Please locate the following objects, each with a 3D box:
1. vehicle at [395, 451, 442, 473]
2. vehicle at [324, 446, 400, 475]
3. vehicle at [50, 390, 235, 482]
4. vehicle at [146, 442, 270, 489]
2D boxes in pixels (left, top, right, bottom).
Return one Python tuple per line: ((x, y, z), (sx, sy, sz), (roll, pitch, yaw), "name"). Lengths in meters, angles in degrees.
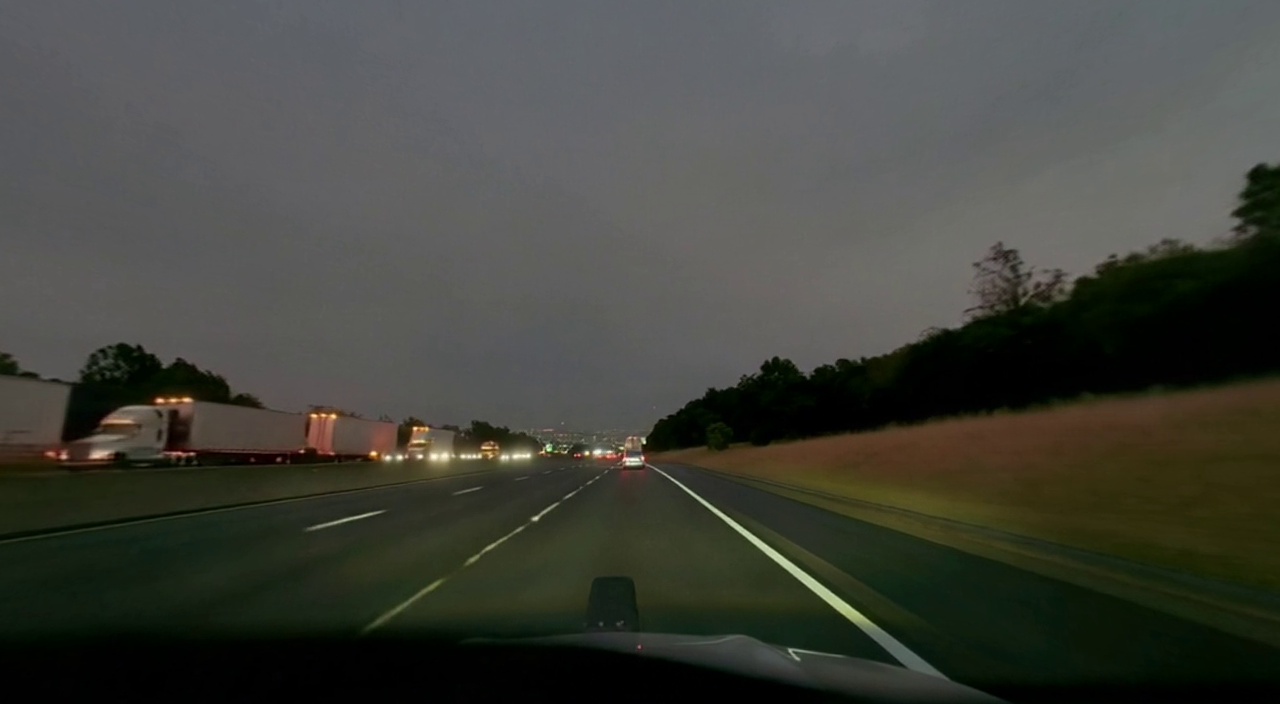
((-15.382, 7.629, 43.983), (1.827, 1.416, 3.911), (0, -9, 0), "vehicle")
((-15.408, 6.038, 35.235), (2.155, 1.506, 4.541), (0, -9, 0), "vehicle")
((-23.690, 4.153, 30.703), (2.971, 3.926, 7.189), (0, -9, -1), "vehicle")
((-15.296, 4.034, 22.581), (1.699, 1.513, 3.748), (0, -9, 1), "vehicle")
